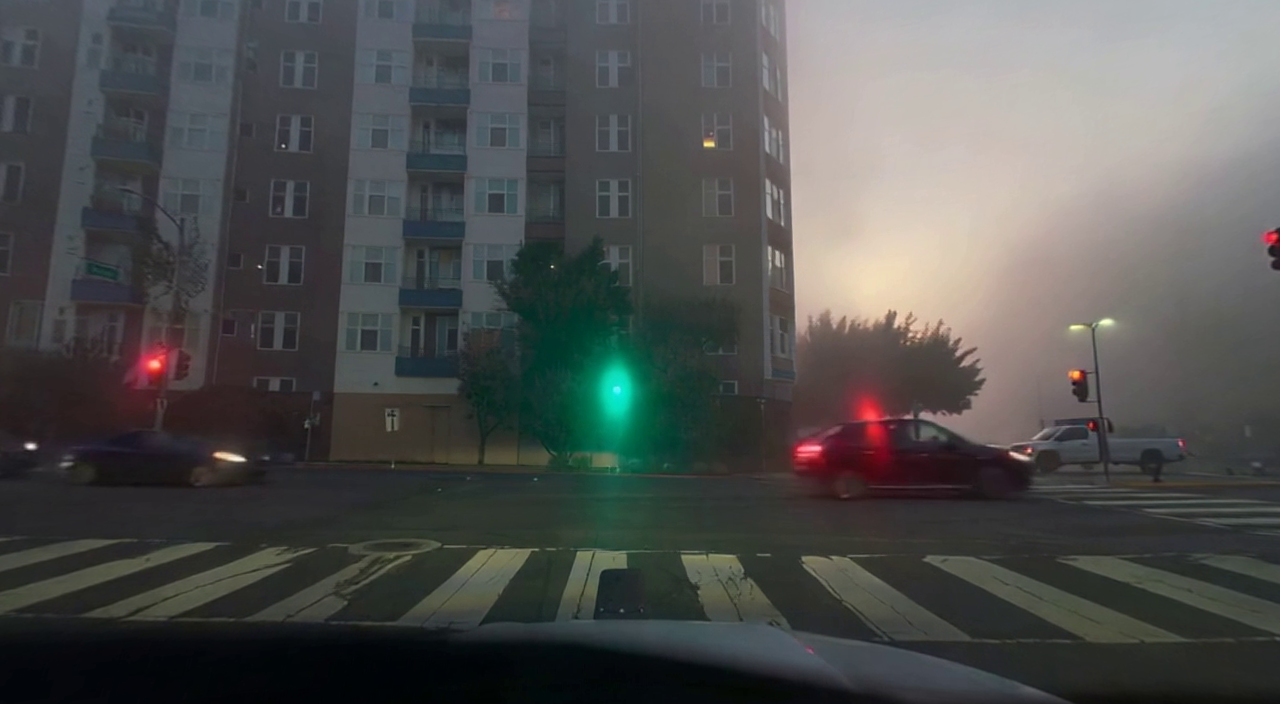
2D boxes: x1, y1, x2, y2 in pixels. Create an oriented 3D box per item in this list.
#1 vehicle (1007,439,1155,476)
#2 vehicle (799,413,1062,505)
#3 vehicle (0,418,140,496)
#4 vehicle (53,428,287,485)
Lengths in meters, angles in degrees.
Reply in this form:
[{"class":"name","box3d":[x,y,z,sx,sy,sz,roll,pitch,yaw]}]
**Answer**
[{"class":"vehicle","box3d":[18.566,4.461,26.692,4.823,1.458,1.914,0,-9,-1]},{"class":"vehicle","box3d":[6.162,2.328,13.886,4.724,1.834,2.068,0,-9,0]},{"class":"vehicle","box3d":[-14.410,2.279,13.815,5.203,1.566,1.977,0,-9,0]},{"class":"vehicle","box3d":[-12.525,2.813,17.077,4.747,1.434,1.960,0,-9,0]}]
